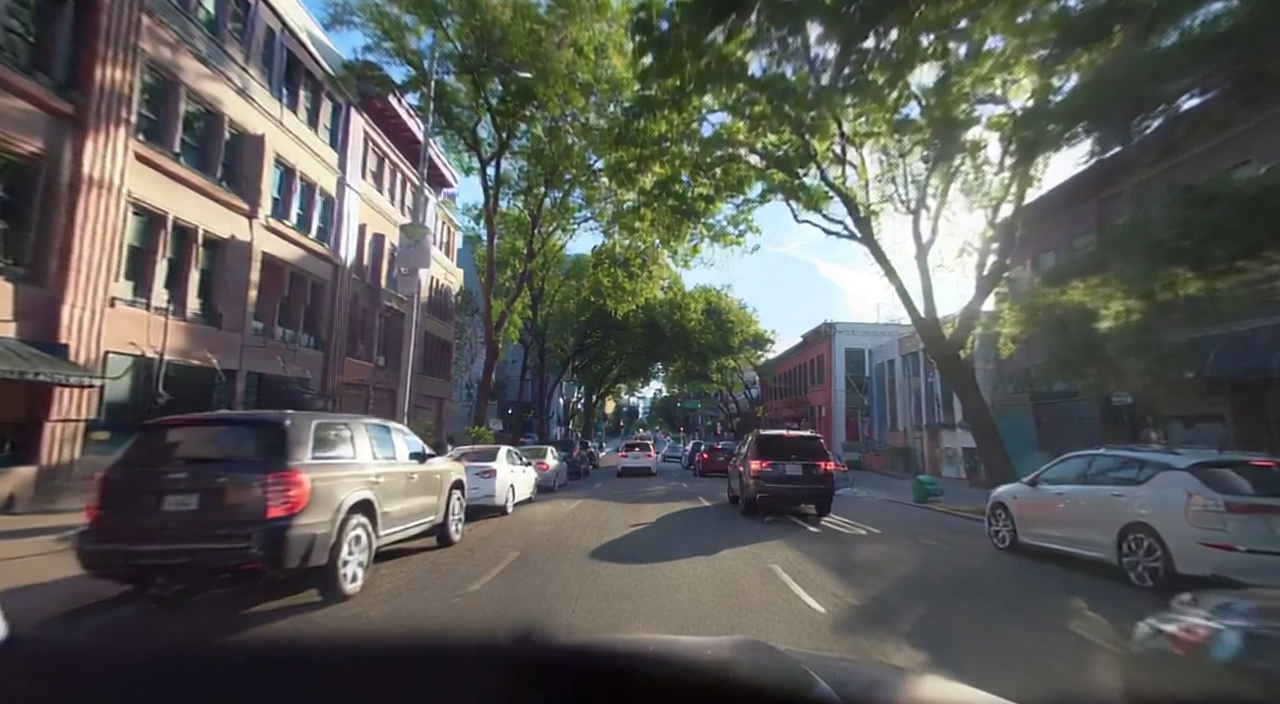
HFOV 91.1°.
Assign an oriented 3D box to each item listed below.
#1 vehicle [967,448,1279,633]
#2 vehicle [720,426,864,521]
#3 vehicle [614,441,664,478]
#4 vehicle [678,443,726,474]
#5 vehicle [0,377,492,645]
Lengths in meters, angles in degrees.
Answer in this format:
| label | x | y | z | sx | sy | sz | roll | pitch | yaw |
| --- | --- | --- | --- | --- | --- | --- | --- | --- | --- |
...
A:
| label | x | y | z | sx | sy | sz | roll | pitch | yaw |
| --- | --- | --- | --- | --- | --- | --- | --- | --- | --- |
| vehicle | 6.125 | 2.030 | 7.811 | 1.913 | 1.624 | 4.116 | -1 | -8 | 1 |
| vehicle | 3.076 | 2.571 | 13.855 | 2.002 | 1.707 | 4.547 | 0 | -8 | 0 |
| vehicle | -0.036 | 4.659 | 27.513 | 2.007 | 1.460 | 3.923 | 0 | -8 | 0 |
| vehicle | 3.139 | 5.478 | 32.550 | 1.966 | 1.475 | 4.528 | 0 | -8 | 0 |
| vehicle | -3.410 | 1.484 | 7.091 | 2.142 | 1.832 | 5.373 | 0 | -8 | 0 |
